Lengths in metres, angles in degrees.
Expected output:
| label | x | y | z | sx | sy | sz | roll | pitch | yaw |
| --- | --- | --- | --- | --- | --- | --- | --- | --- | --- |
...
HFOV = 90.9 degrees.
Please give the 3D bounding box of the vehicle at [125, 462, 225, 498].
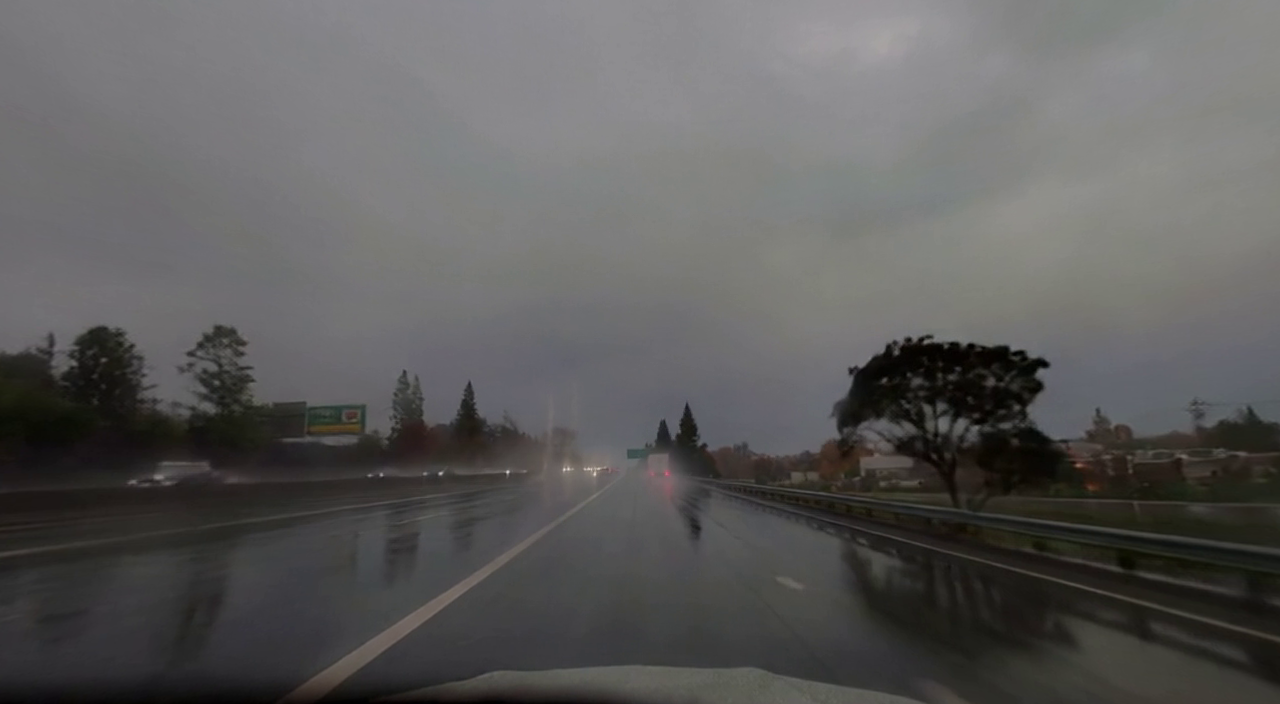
| label | x | y | z | sx | sy | sz | roll | pitch | yaw |
| --- | --- | --- | --- | --- | --- | --- | --- | --- | --- |
| vehicle | -26.878 | 7.390 | 36.673 | 2.090 | 1.903 | 4.812 | 1 | -10 | -1 |
